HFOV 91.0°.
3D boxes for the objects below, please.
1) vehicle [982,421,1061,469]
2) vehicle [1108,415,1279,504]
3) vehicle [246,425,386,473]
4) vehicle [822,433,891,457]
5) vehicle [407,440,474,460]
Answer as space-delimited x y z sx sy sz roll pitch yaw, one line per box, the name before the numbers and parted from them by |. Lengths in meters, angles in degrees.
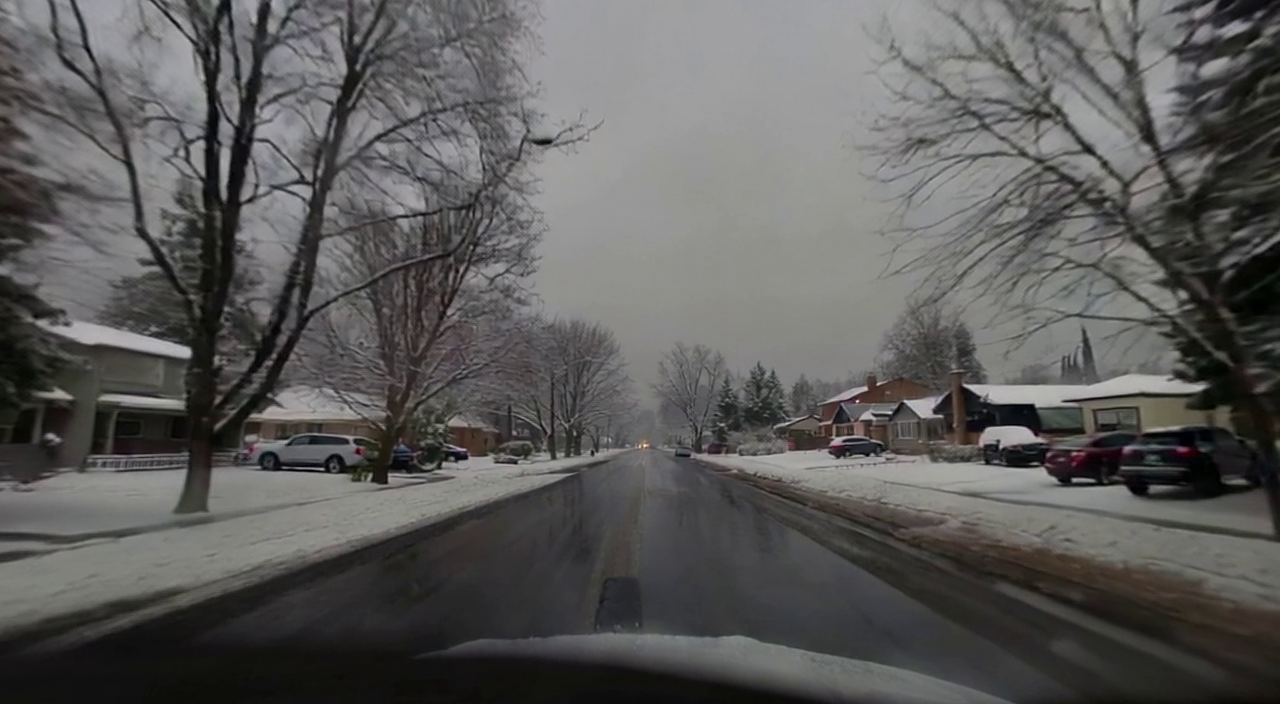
vehicle | 16.532 4.086 27.554 2.288 1.880 4.939 -4 -9 24
vehicle | 13.281 2.397 14.380 4.708 1.727 2.076 4 -9 -26
vehicle | -15.069 4.512 29.624 2.575 2.031 5.155 -5 -9 29
vehicle | 16.134 6.906 46.974 4.468 1.728 2.135 2 -8 -20
vehicle | -14.900 7.355 47.203 4.351 1.474 2.015 0 -9 -1
